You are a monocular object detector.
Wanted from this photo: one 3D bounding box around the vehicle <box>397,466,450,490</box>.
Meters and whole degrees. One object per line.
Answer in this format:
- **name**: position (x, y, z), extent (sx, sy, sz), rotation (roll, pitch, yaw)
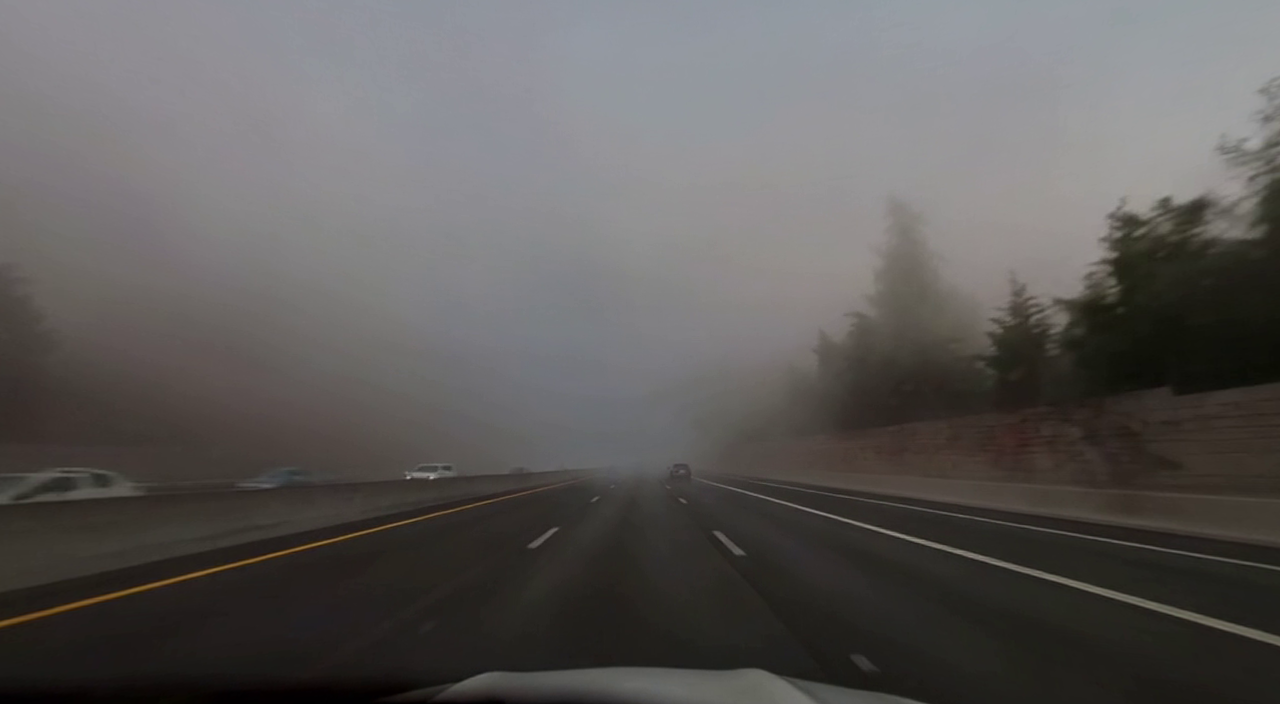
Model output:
- **vehicle**: position (-14.429, 8.412, 42.305), extent (1.795, 1.496, 4.754), rotation (1, -10, 1)
